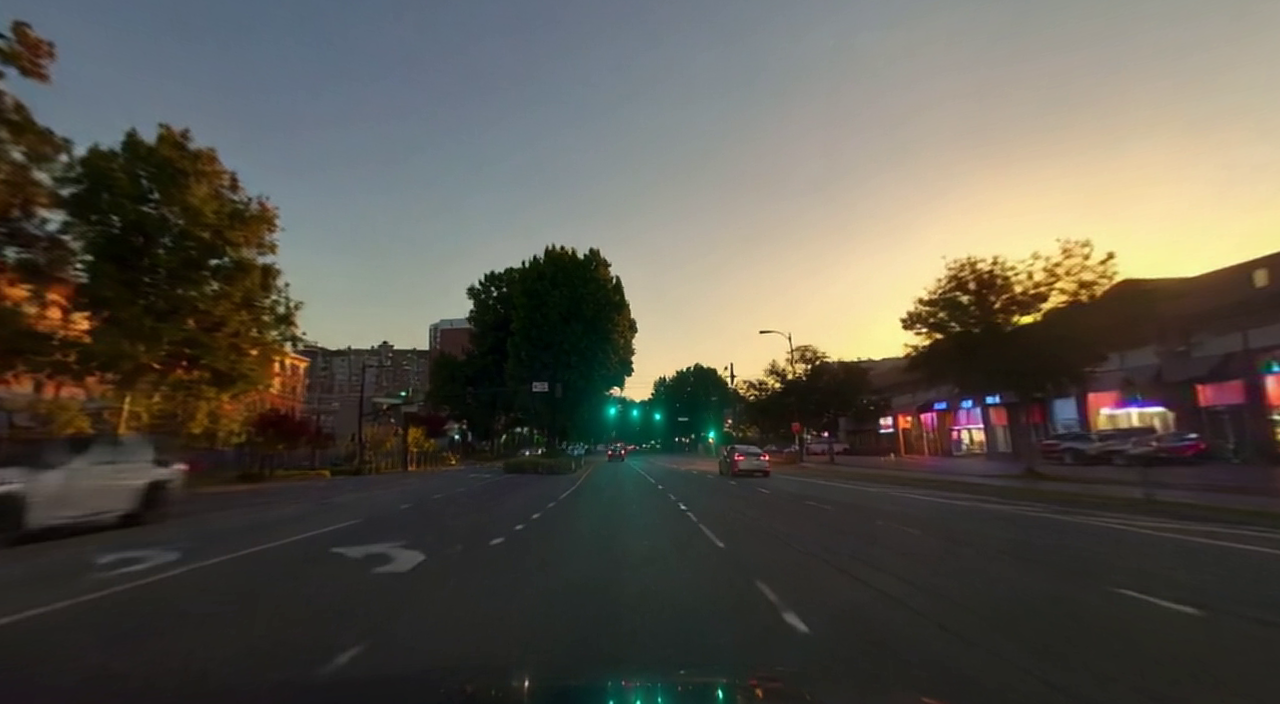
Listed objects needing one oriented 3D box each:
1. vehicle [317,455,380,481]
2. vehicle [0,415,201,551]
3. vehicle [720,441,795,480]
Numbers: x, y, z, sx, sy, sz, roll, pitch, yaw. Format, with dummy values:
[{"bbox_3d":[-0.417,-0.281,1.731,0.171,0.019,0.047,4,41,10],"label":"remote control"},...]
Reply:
[{"bbox_3d":[-17.874,7.101,38.918,1.931,1.480,4.396,0,-9,-3],"label":"vehicle"},{"bbox_3d":[-10.628,2.156,10.687,2.290,1.989,5.924,0,-9,-2],"label":"vehicle"},{"bbox_3d":[4.800,4.521,26.526,2.024,1.475,4.600,0,-9,-3],"label":"vehicle"}]
